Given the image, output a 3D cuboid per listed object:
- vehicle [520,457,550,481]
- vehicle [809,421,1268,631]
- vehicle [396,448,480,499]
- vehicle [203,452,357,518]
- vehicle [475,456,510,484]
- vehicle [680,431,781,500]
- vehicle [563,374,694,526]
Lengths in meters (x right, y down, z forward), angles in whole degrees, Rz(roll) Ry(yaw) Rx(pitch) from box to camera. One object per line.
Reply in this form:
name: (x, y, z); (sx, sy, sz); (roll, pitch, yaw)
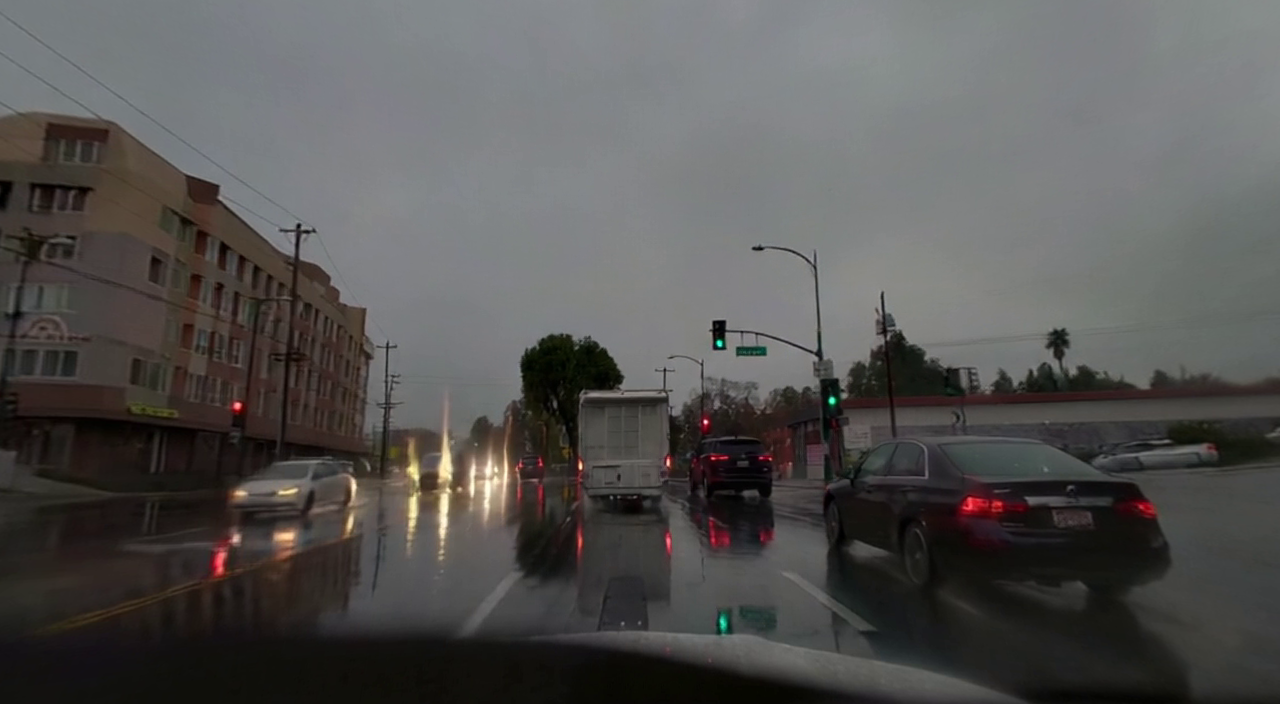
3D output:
vehicle: (-7.747, 8.546, 46.138); (2.033, 1.555, 4.408); (1, -9, -10)
vehicle: (3.543, 1.607, 6.952); (1.978, 1.507, 4.636); (0, -8, -1)
vehicle: (-6.834, 4.112, 21.694); (1.810, 1.546, 3.981); (0, -8, -4)
vehicle: (-9.750, 3.584, 17.454); (1.983, 1.543, 4.188); (0, -8, -4)
vehicle: (-9.281, 7.436, 39.798); (1.801, 1.524, 3.974); (1, -8, -9)
vehicle: (2.775, 3.660, 20.826); (2.157, 1.944, 5.423); (1, -8, -5)
vehicle: (-0.485, 2.338, 15.352); (2.517, 2.926, 6.177); (1, -8, -5)
